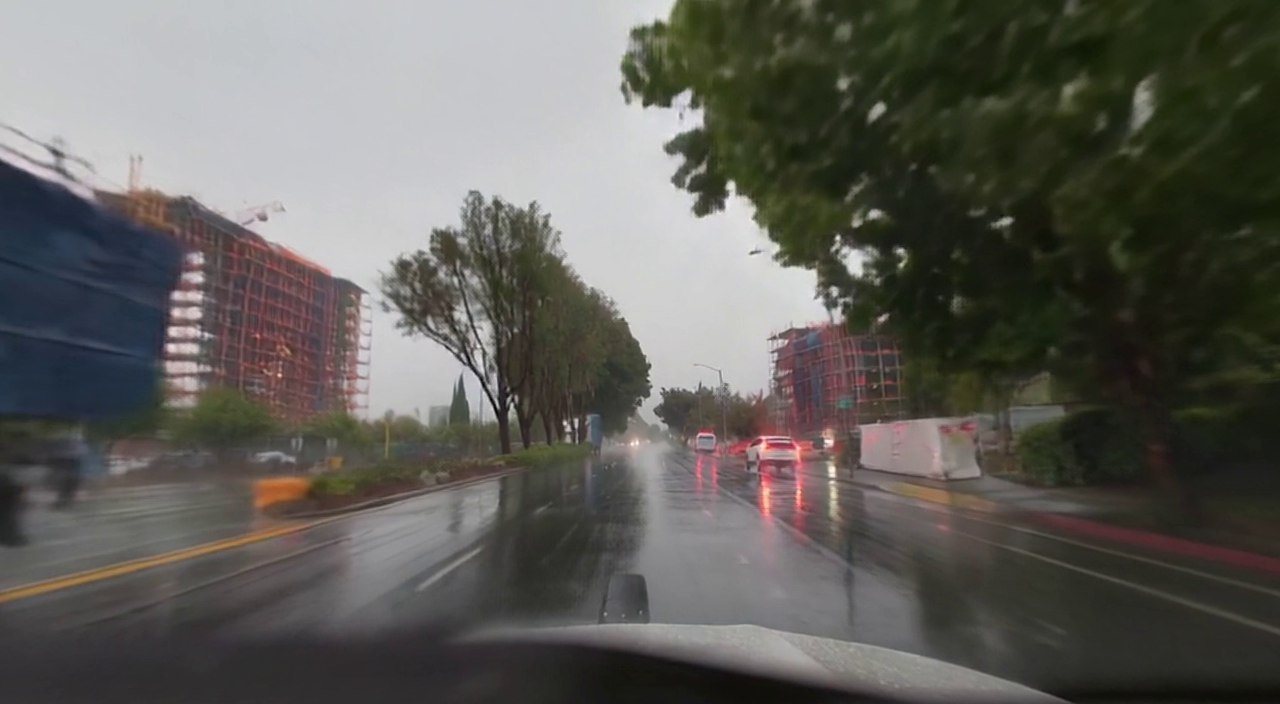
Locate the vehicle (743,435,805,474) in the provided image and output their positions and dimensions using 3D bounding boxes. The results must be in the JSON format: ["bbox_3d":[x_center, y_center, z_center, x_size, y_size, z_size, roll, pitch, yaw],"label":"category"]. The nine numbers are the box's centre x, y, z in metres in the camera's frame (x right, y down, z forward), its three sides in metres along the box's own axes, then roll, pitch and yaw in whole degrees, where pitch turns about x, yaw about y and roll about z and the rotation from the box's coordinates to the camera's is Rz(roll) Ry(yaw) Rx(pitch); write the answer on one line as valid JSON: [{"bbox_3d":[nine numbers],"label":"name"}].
[{"bbox_3d":[6.826,5.285,32.581,2.169,1.880,4.849,0,-8,0],"label":"vehicle"}]

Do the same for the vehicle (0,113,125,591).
[{"bbox_3d":[-7.225,-0.813,0.104,2.815,4.259,13.345,0,-8,1],"label":"vehicle"}]

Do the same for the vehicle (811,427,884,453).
[{"bbox_3d":[16.287,6.946,49.480,4.986,2.005,2.074,0,-8,-1],"label":"vehicle"}]
